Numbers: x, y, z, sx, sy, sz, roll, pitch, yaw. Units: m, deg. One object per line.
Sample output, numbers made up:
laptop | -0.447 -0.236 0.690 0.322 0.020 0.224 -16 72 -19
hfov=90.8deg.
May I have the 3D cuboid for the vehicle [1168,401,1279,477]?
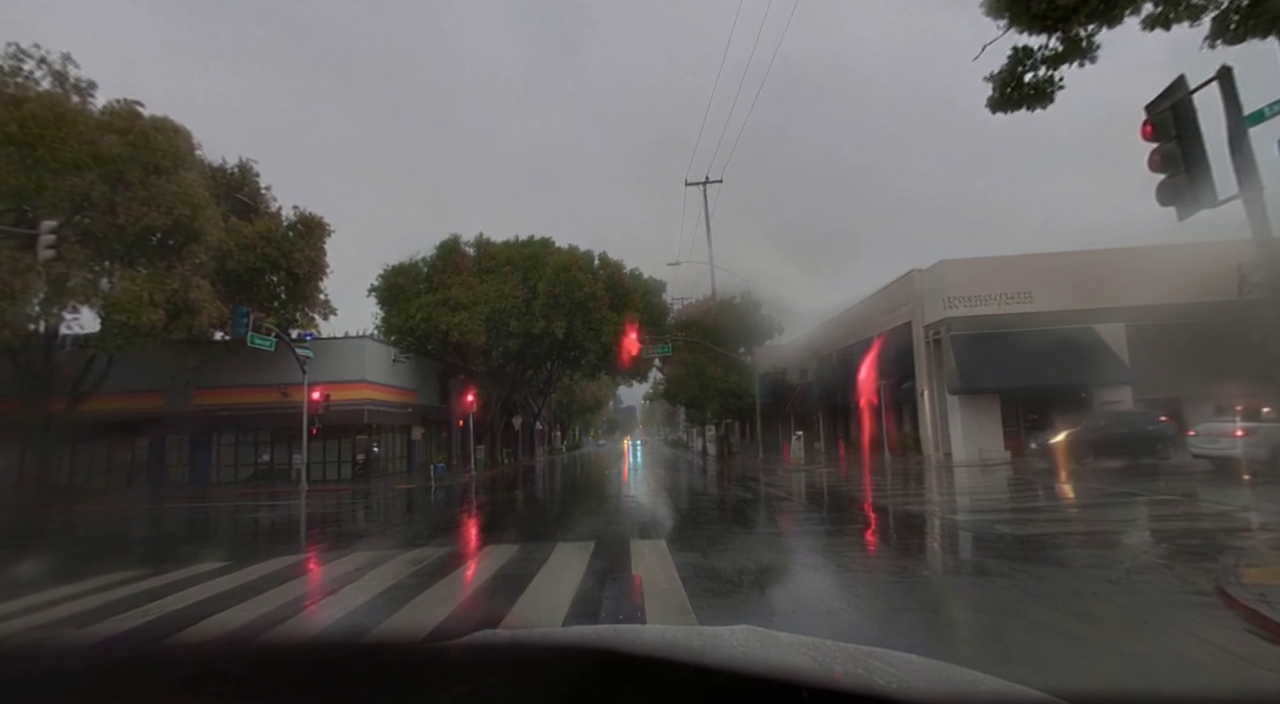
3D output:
vehicle | 14.438 1.855 13.450 4.632 1.484 1.907 0 -8 -1
